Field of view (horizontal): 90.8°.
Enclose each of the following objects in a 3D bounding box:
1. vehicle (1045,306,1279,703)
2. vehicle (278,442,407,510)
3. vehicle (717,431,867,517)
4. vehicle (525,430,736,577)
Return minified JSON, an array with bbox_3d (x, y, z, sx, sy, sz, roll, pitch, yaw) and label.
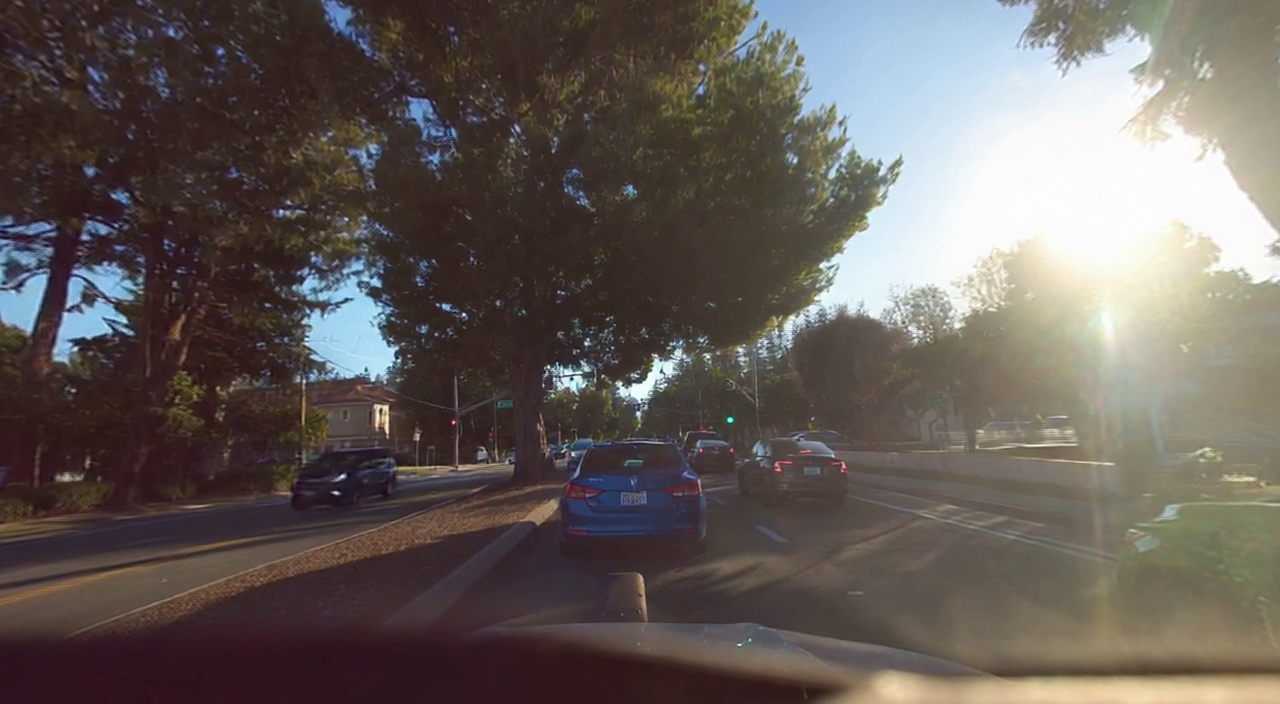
[{"bbox_3d":[3.382,0.581,1.403,2.006,1.766,4.345,0,-8,-1],"label":"vehicle"},{"bbox_3d":[-8.636,3.583,18.816,1.996,1.680,4.203,-2,-8,-3],"label":"vehicle"},{"bbox_3d":[2.984,2.510,13.555,1.971,1.517,4.521,0,-8,-1],"label":"vehicle"},{"bbox_3d":[-0.132,1.885,8.710,2.186,1.500,4.141,0,-8,-1],"label":"vehicle"}]
